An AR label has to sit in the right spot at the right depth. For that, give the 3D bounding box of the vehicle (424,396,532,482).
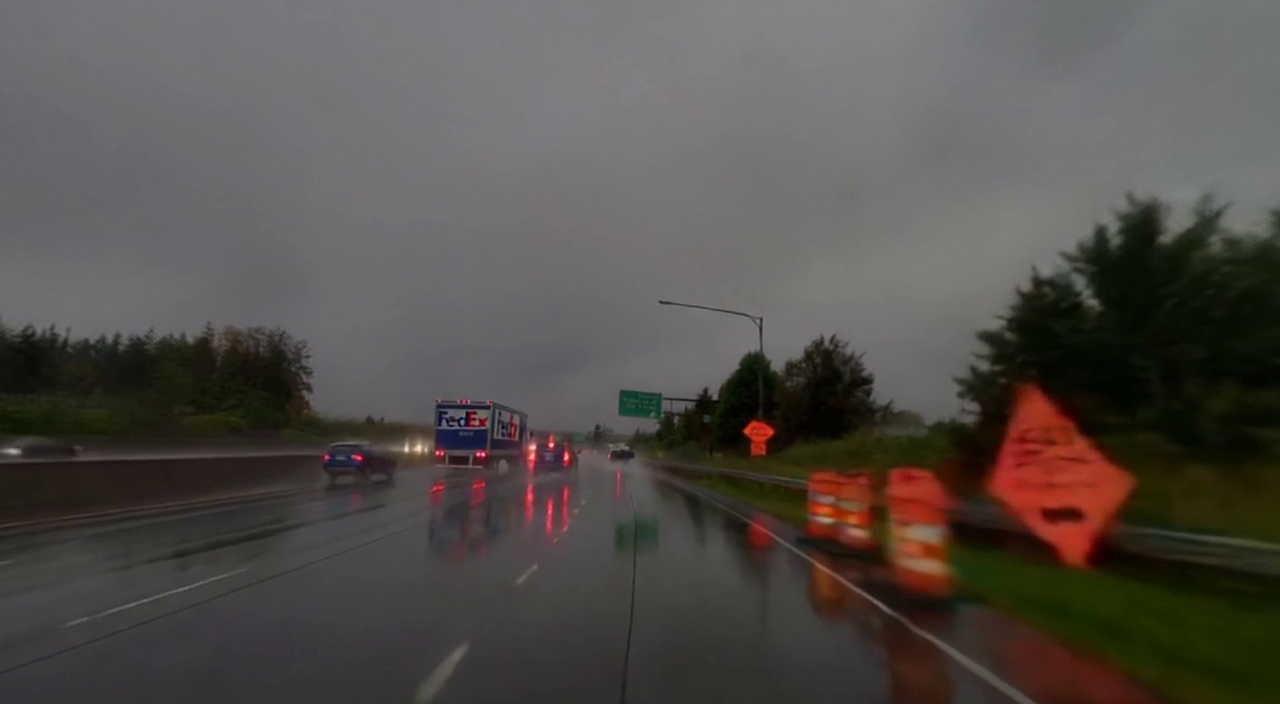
[{"bbox_3d":[-6.935,4.002,28.561,2.870,3.266,8.589,0,-9,-2],"label":"vehicle"}]

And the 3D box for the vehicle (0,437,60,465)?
[{"bbox_3d":[-34.458,5.398,34.317,1.768,1.461,4.487,0,-9,-4],"label":"vehicle"}]

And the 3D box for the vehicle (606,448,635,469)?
[{"bbox_3d":[-1.470,7.846,46.656,2.043,1.489,3.839,0,-9,-3],"label":"vehicle"}]

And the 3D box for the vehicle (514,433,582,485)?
[{"bbox_3d":[-3.604,4.313,25.588,2.170,1.886,4.628,0,-9,-1],"label":"vehicle"}]

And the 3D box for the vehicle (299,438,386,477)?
[{"bbox_3d":[-13.818,4.914,29.639,2.018,1.668,4.409,0,-9,-2],"label":"vehicle"}]
